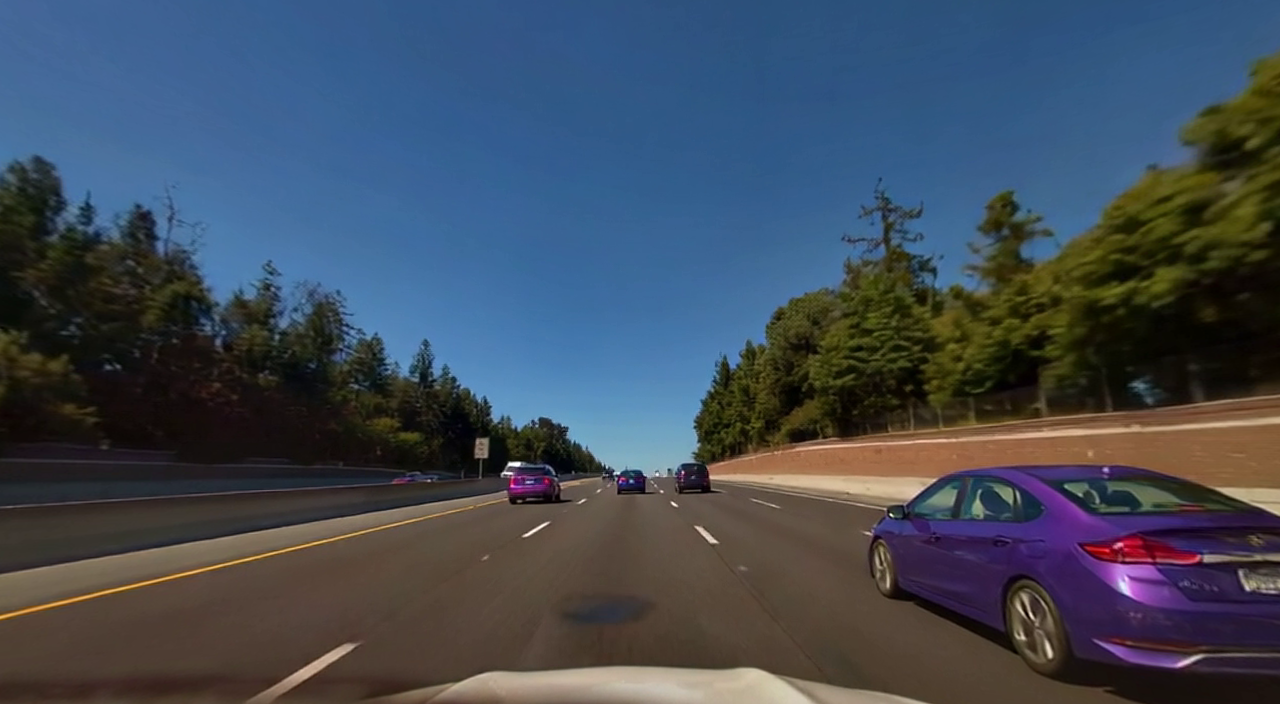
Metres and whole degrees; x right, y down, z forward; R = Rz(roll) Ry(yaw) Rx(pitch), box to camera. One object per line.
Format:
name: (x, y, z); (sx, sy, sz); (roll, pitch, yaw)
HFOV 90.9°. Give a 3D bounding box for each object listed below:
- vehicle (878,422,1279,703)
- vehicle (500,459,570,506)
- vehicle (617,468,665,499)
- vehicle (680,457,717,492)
vehicle: (3.528, 1.455, 4.724); (1.938, 1.561, 3.786); (1, -10, -1)
vehicle: (-4.157, 5.268, 25.662); (2.021, 1.706, 4.247); (1, -10, 0)
vehicle: (0.028, 6.579, 31.736); (2.241, 1.425, 3.973); (1, -10, 0)
vehicle: (3.870, 8.188, 42.149); (2.030, 2.172, 3.621); (1, -10, -1)
